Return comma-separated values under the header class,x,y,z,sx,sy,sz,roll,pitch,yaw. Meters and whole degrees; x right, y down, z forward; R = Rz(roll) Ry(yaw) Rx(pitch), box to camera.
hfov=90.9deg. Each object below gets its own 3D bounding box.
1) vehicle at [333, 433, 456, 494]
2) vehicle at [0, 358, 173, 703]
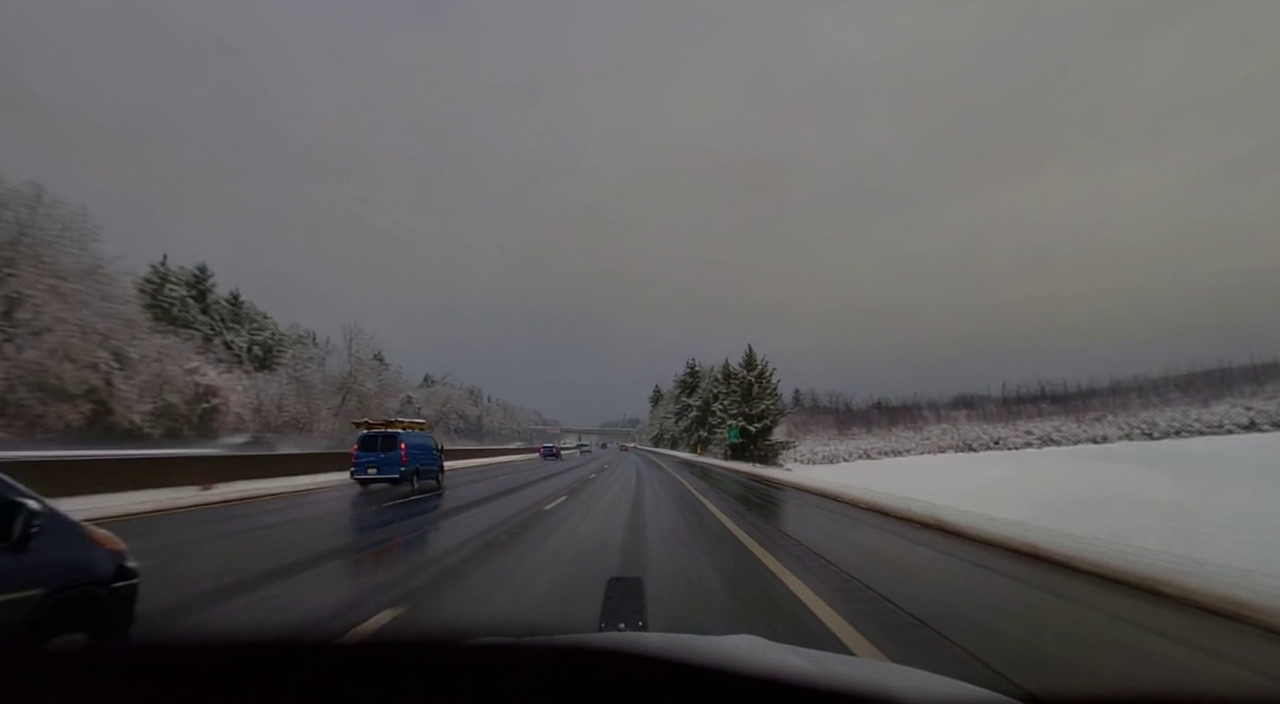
class,x,y,z,sx,sy,sz,roll,pitch,yaw
vehicle,-7.850,3.613,20.782,2.093,1.752,4.771,0,-9,0
vehicle,-3.739,0.642,1.127,2.040,1.679,4.865,0,-9,0
